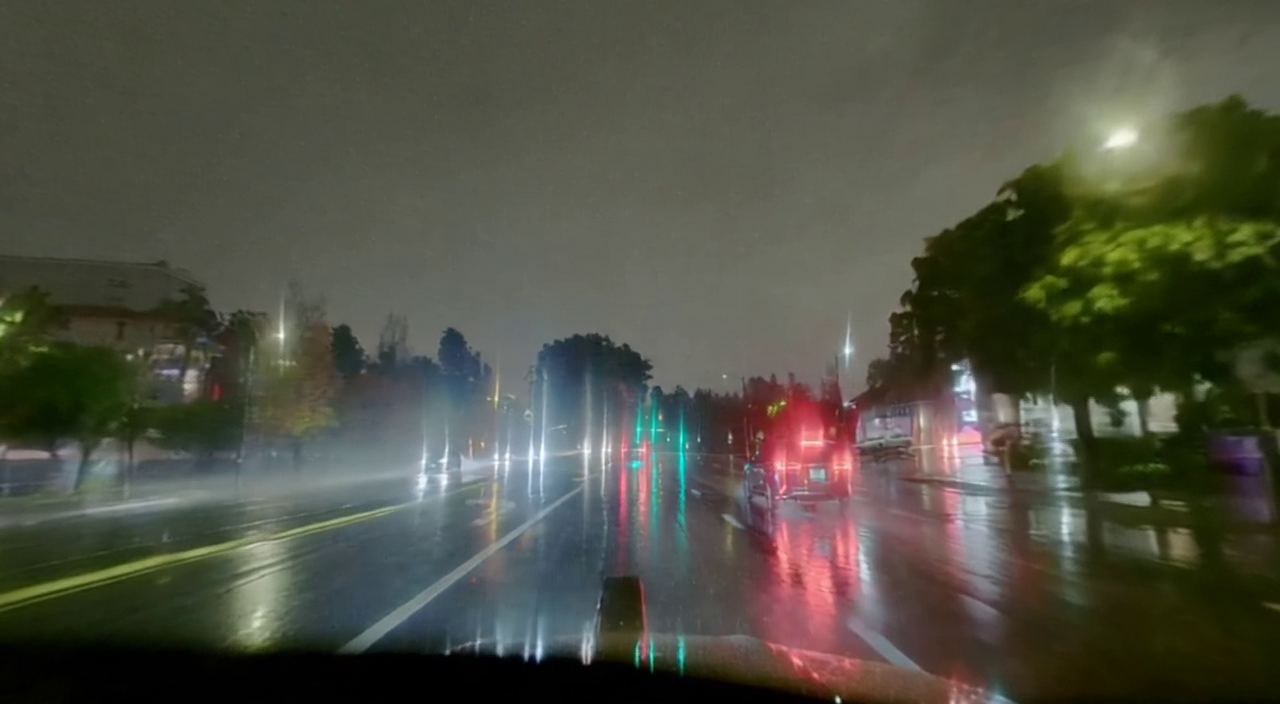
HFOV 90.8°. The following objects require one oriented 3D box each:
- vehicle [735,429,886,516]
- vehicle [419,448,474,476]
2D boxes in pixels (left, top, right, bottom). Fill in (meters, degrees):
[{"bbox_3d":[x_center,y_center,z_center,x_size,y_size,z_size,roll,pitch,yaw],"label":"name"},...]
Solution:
[{"bbox_3d":[3.578,2.624,14.313,1.995,1.616,4.729,0,-8,-1],"label":"vehicle"},{"bbox_3d":[-12.481,7.111,41.094,2.044,1.631,4.777,0,-8,0],"label":"vehicle"}]
